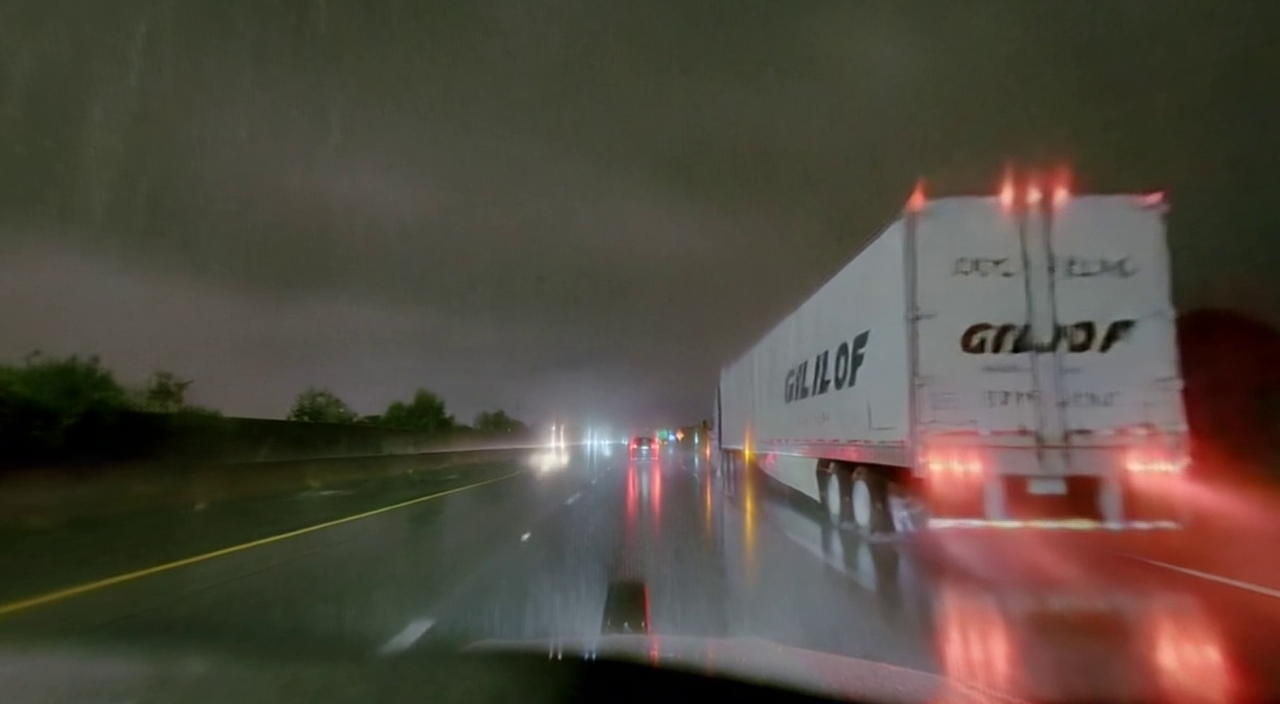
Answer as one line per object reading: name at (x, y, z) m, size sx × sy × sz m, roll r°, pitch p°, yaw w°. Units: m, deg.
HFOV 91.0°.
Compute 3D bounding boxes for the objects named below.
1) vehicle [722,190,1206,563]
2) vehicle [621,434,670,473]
vehicle at (4.440, 1.257, 14.449) m, size 2.936 × 4.125 × 15.204 m, roll 0°, pitch -8°, yaw -1°
vehicle at (0.242, 4.636, 29.061) m, size 2.111 × 1.635 × 4.177 m, roll 0°, pitch -8°, yaw 0°
